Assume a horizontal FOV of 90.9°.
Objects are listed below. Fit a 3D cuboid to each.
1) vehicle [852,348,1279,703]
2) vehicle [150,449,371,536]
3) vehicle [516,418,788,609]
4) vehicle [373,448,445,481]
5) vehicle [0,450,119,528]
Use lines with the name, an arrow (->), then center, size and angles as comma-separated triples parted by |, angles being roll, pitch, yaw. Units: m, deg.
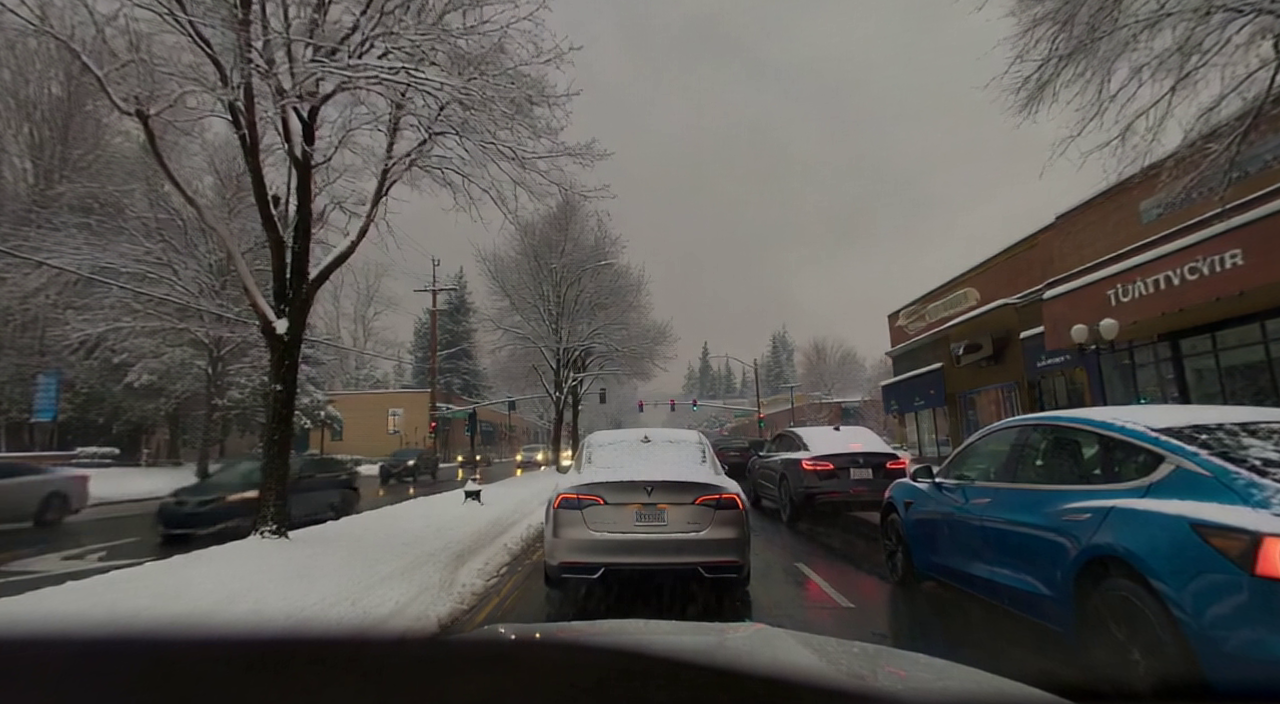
vehicle -> 3.197, 1.111, 4.146 | 2.038, 1.651, 4.455 | 0, -8, 0
vehicle -> -7.679, 2.840, 13.378 | 1.979, 1.490, 4.225 | 0, -8, 1
vehicle -> 0.103, 1.568, 7.006 | 2.137, 1.488, 3.938 | 0, -8, 0
vehicle -> -11.411, 5.543, 31.429 | 1.917, 1.506, 4.280 | 0, -8, 1
vehicle -> -14.995, 3.120, 14.508 | 1.995, 1.652, 4.586 | 0, -8, 1
